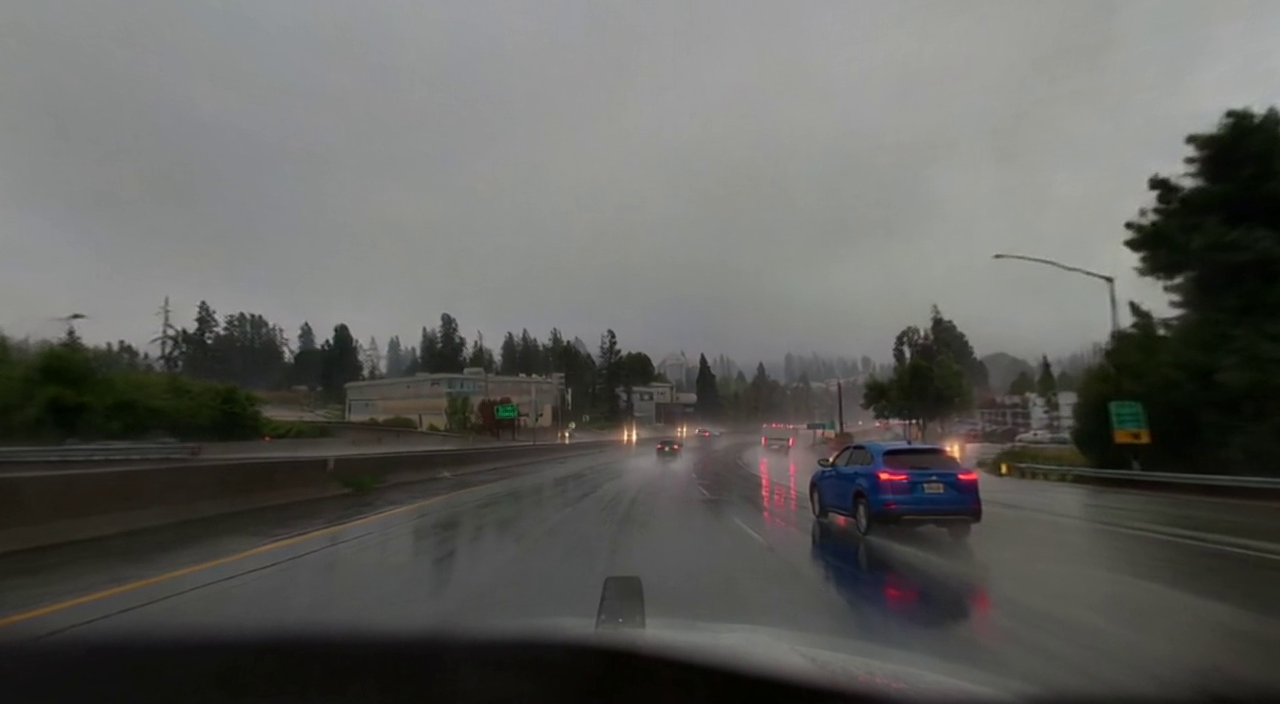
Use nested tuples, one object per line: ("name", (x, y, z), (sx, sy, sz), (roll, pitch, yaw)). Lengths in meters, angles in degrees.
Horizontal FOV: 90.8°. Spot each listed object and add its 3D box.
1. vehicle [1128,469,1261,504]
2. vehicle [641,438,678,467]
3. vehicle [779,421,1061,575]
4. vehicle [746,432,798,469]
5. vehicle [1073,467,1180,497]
("vehicle", (29.769, 7.238, 34.081), (4.780, 1.646, 2.120), (-4, -9, 13))
("vehicle", (1.360, 6.556, 41.365), (2.181, 1.768, 4.383), (-1, -8, 5))
("vehicle", (3.538, 1.910, 9.113), (2.097, 1.659, 4.320), (0, -8, 0))
("vehicle", (8.570, 6.483, 41.693), (2.526, 2.230, 6.190), (0, -8, 4))
("vehicle", (28.918, 7.784, 37.727), (4.550, 1.450, 1.876), (-5, -6, 17))
